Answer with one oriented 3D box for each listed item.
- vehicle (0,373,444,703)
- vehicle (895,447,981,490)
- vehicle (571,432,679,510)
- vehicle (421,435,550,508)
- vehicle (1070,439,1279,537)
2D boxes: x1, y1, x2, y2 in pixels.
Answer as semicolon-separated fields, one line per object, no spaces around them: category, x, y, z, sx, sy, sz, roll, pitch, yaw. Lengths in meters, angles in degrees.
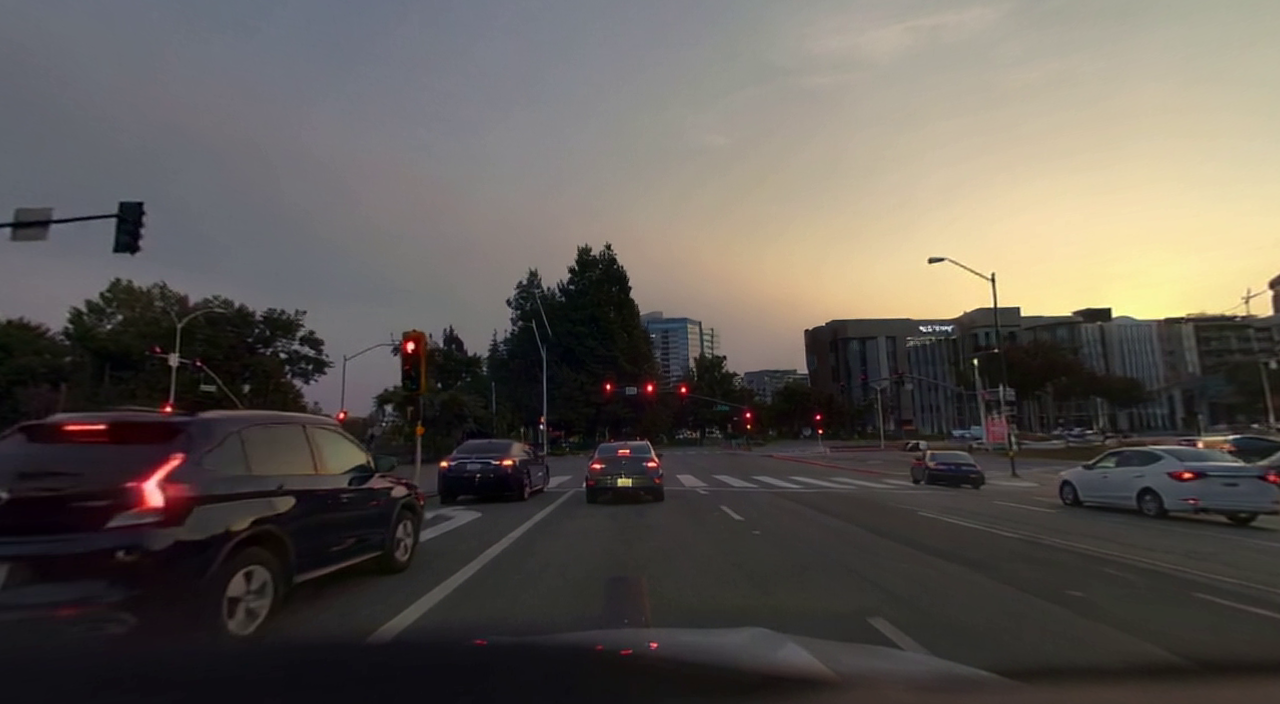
vehicle;-3.446;1.277;5.404;2.057;1.678;4.639;0;-8;0
vehicle;11.971;4.649;25.624;1.935;1.435;4.141;3;-8;7
vehicle;-0.310;2.582;14.122;2.059;1.477;3.988;0;-8;-1
vehicle;-3.473;2.766;15.082;1.939;1.474;4.327;0;-8;1
vehicle;10.591;2.408;11.887;1.936;1.474;4.331;0;-8;1
